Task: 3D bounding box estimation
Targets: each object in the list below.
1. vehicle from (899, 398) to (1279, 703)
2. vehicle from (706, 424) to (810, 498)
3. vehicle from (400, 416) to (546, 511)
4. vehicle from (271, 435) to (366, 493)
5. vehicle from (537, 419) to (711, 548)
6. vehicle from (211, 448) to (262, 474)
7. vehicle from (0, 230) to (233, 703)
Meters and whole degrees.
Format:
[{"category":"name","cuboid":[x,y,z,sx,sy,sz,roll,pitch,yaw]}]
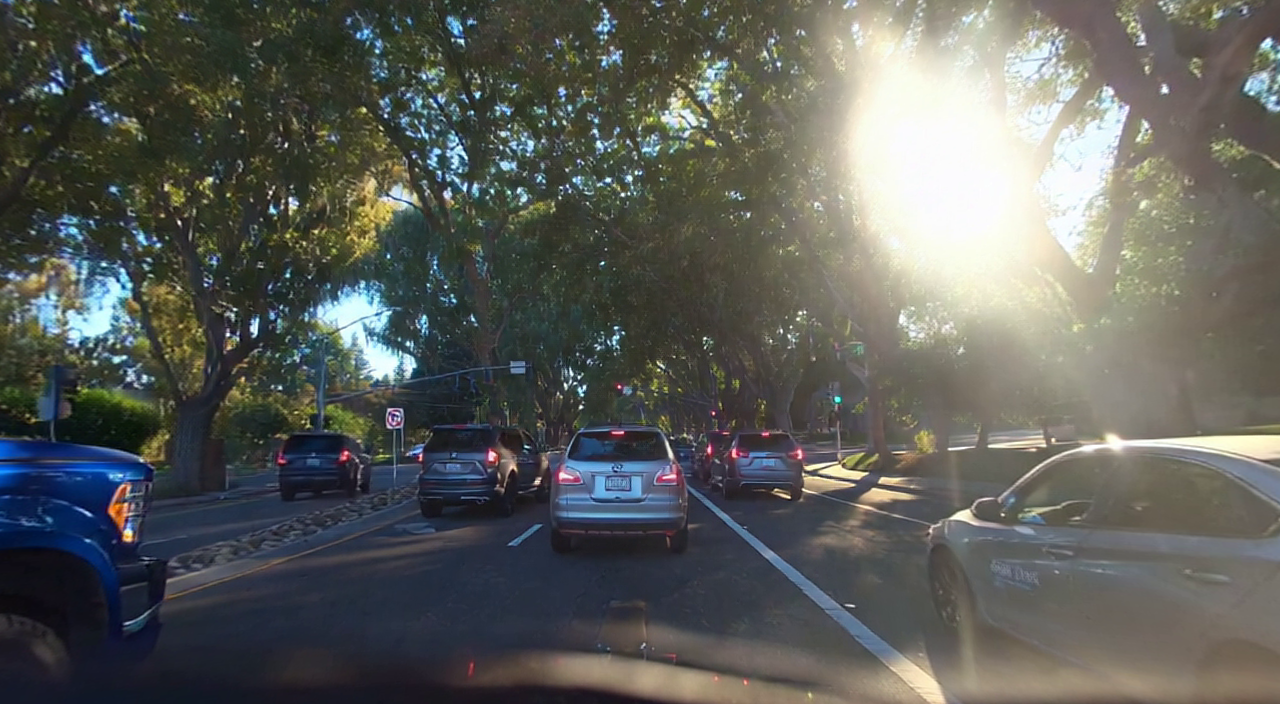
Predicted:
[{"category":"vehicle","cuboid":[3.022,0.982,2.653,1.874,1.477,4.698,0,-8,0]},{"category":"vehicle","cuboid":[3.184,3.062,18.081,2.102,1.841,4.587,0,-8,0]},{"category":"vehicle","cuboid":[-3.625,2.527,14.689,2.089,1.857,4.488,0,-8,1]},{"category":"vehicle","cuboid":[-10.413,3.604,20.823,2.122,1.653,4.807,3,-9,-20]},{"category":"vehicle","cuboid":[-0.217,1.937,9.877,2.194,1.607,3.690,0,-8,0]},{"category":"vehicle","cuboid":[-30.335,8.160,47.291,2.256,1.799,4.831,8,-12,-43]},{"category":"vehicle","cuboid":[-3.472,0.352,0.318,2.656,2.021,5.800,0,-8,0]}]
